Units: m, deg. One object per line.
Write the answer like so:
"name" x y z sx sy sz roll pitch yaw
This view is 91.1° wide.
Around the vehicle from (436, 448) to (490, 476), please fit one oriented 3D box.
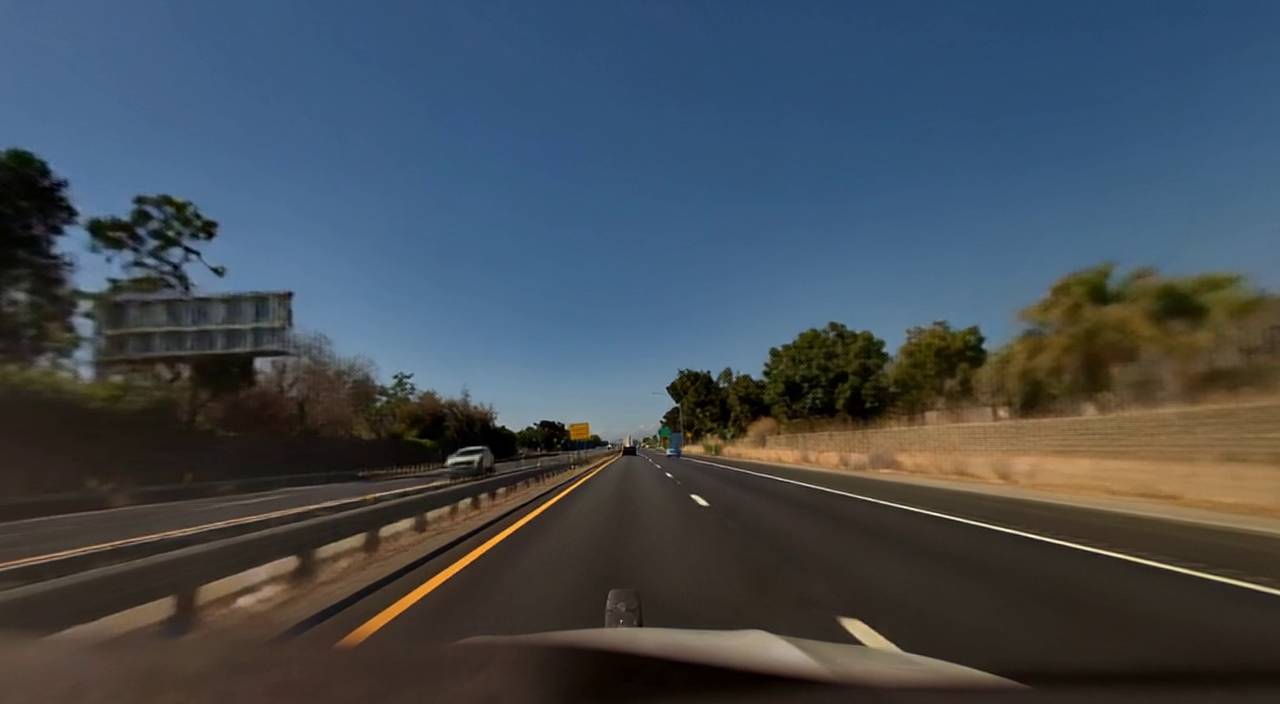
"vehicle" -10.496 6.547 37.644 1.988 1.522 4.582 0 -9 -1
